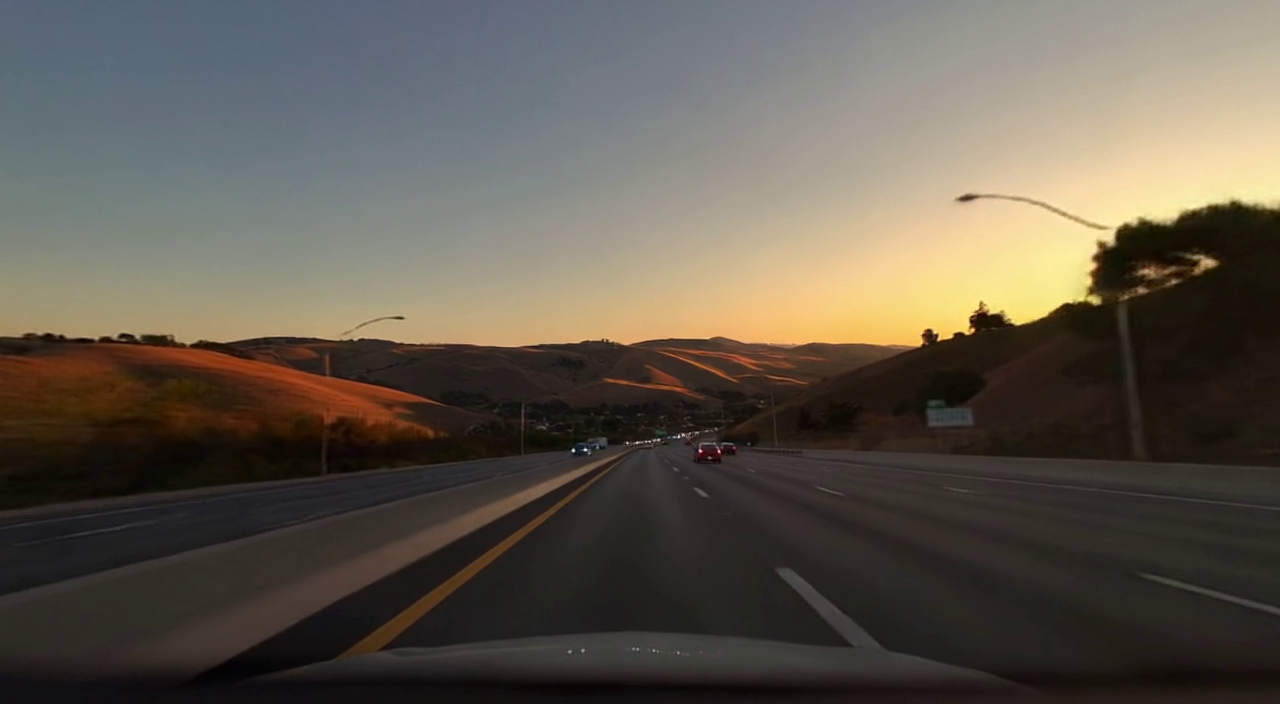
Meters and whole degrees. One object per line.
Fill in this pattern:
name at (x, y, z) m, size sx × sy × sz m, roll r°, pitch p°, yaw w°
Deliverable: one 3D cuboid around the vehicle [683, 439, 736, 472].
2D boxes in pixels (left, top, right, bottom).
vehicle at (3.208, 4.882, 30.020) m, size 2.044 × 1.444 × 4.216 m, roll 0°, pitch -8°, yaw 0°
